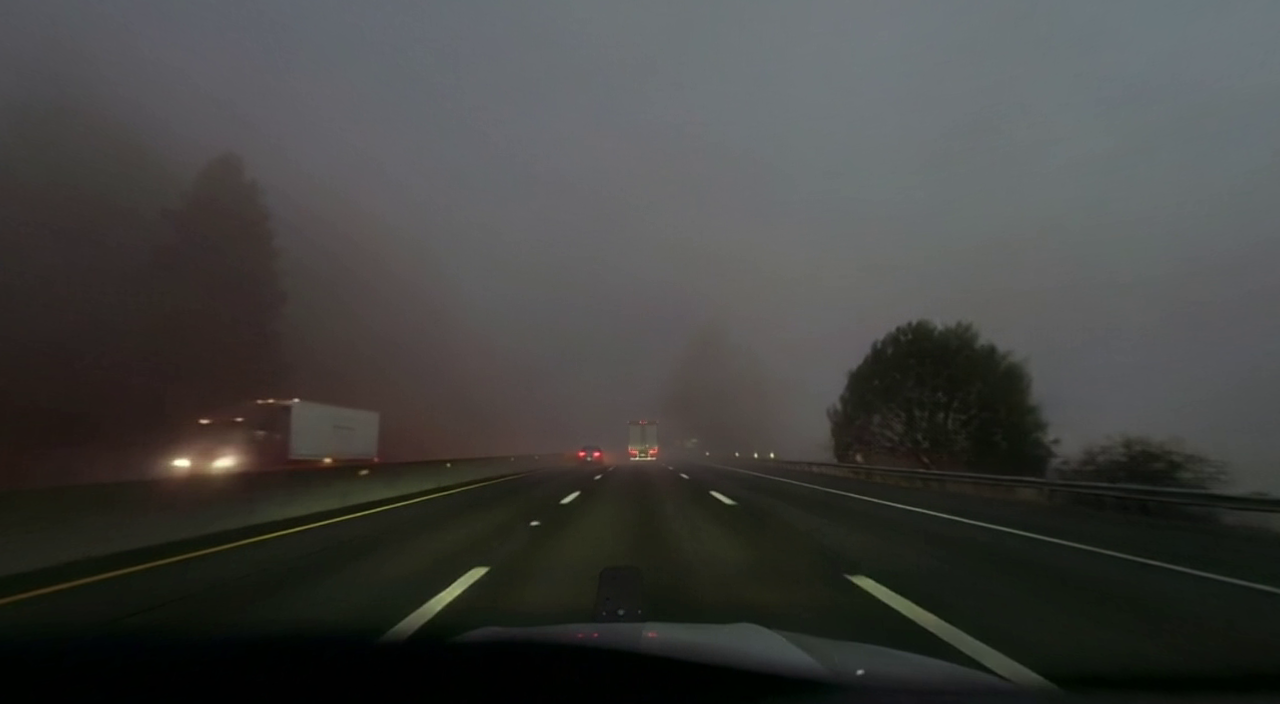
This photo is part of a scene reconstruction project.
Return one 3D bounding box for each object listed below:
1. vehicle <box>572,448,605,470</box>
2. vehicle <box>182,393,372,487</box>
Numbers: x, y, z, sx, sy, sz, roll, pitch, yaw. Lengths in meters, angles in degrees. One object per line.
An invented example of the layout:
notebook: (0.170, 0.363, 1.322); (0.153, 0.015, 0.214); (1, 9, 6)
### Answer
vehicle: (-3.473, 7.295, 43.202); (1.955, 1.438, 4.100); (0, -9, 0)
vehicle: (-16.706, 4.338, 30.510); (2.811, 3.701, 10.775); (0, -9, 0)
